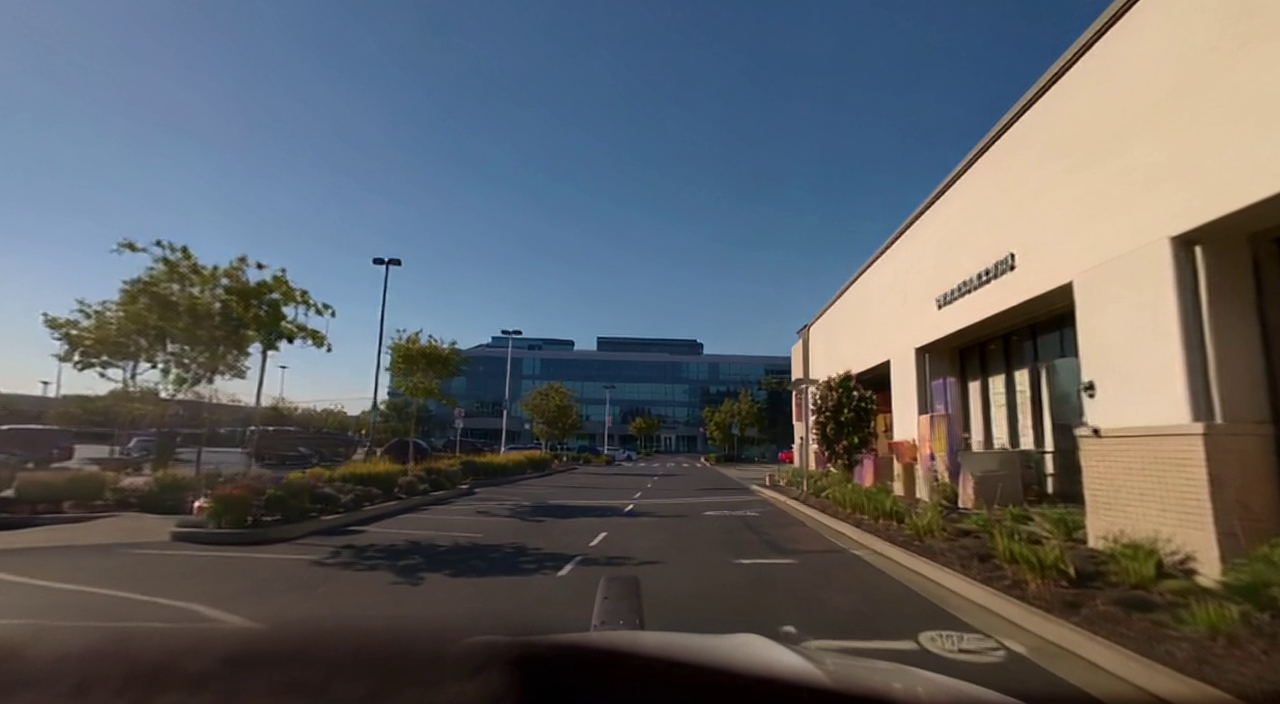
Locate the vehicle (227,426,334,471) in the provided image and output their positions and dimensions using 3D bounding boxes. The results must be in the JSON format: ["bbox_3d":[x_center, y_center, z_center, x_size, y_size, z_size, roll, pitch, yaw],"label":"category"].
[{"bbox_3d":[-16.670,4.499,29.627,1.972,1.923,4.535,-1,-9,5],"label":"vehicle"}]

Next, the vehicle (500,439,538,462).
[{"bbox_3d":[-9.176,7.504,48.156,1.892,1.597,4.259,0,-9,3],"label":"vehicle"}]

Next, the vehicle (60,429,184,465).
[{"bbox_3d":[-24.528,4.532,30.182,1.876,1.591,4.470,-1,-9,5],"label":"vehicle"}]

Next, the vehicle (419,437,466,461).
[{"bbox_3d":[-14.906,7.362,47.832,1.902,1.645,3.903,0,-10,6],"label":"vehicle"}]

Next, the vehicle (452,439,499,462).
[{"bbox_3d":[-12.337,7.409,47.585,1.928,1.613,4.197,-1,-9,8],"label":"vehicle"}]

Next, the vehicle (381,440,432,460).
[{"bbox_3d":[-17.696,7.427,48.032,1.909,1.474,3.908,-1,-9,8],"label":"vehicle"}]

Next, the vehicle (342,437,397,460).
[{"bbox_3d":[-20.623,7.361,48.267,1.773,1.498,4.085,3,-8,10],"label":"vehicle"}]
